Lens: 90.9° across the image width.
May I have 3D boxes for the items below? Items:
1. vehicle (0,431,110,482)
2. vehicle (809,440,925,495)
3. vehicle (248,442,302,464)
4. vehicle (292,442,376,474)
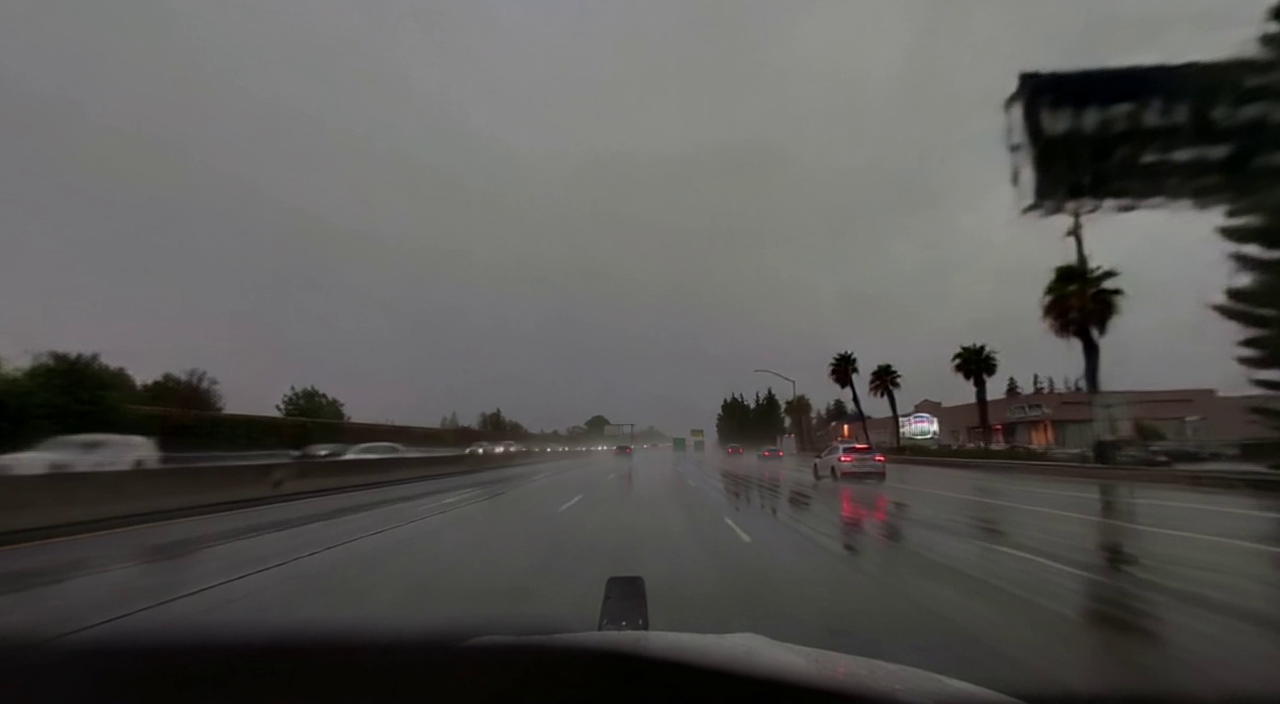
[{"bbox_3d":[-22.180,3.739,22.675,2.007,1.687,4.700,0,-8,2],"label":"vehicle"},{"bbox_3d":[7.177,3.686,20.575,2.071,1.543,4.702,0,-8,1],"label":"vehicle"},{"bbox_3d":[-28.400,7.862,49.230,1.760,1.564,3.931,-1,-8,2],"label":"vehicle"},{"bbox_3d":[-15.109,5.245,31.411,1.789,1.486,4.434,-1,-8,3],"label":"vehicle"}]
